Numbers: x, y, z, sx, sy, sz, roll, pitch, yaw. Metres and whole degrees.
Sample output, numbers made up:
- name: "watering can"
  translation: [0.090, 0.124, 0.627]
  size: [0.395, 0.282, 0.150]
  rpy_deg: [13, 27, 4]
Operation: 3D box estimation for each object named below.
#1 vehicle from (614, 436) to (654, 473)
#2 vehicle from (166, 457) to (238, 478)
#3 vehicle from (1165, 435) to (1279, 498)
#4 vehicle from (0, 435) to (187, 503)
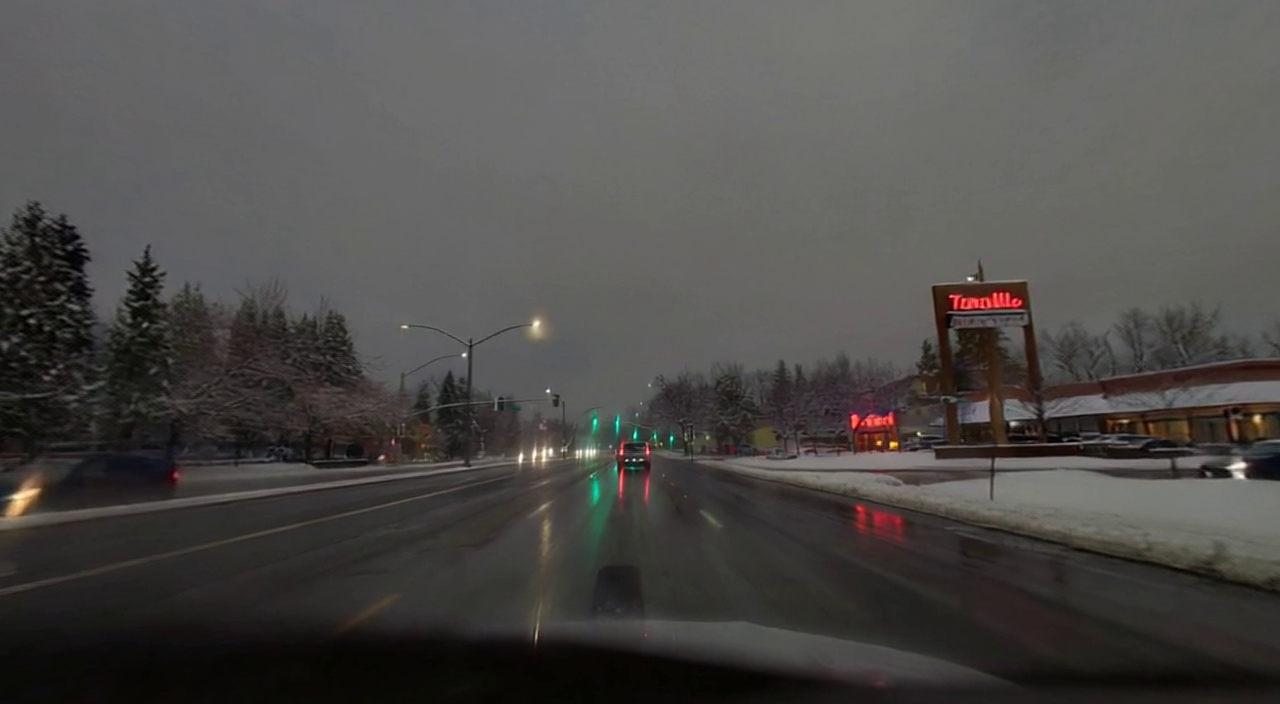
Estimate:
- name: "vehicle"
  translation: [-0.319, 5.807, 35.965]
  size: [2.096, 1.961, 4.259]
  rpy_deg: [0, -8, 0]
- name: "vehicle"
  translation: [-32.185, 8.500, 46.517]
  size: [3.791, 1.473, 1.942]
  rpy_deg: [0, -8, -2]
- name: "vehicle"
  translation: [16.210, 2.874, 16.083]
  size: [4.026, 1.463, 1.826]
  rpy_deg: [-1, -10, -2]
- name: "vehicle"
  translation: [-19.973, 4.091, 22.823]
  size: [2.492, 2.083, 6.312]
  rpy_deg: [0, -8, 0]
